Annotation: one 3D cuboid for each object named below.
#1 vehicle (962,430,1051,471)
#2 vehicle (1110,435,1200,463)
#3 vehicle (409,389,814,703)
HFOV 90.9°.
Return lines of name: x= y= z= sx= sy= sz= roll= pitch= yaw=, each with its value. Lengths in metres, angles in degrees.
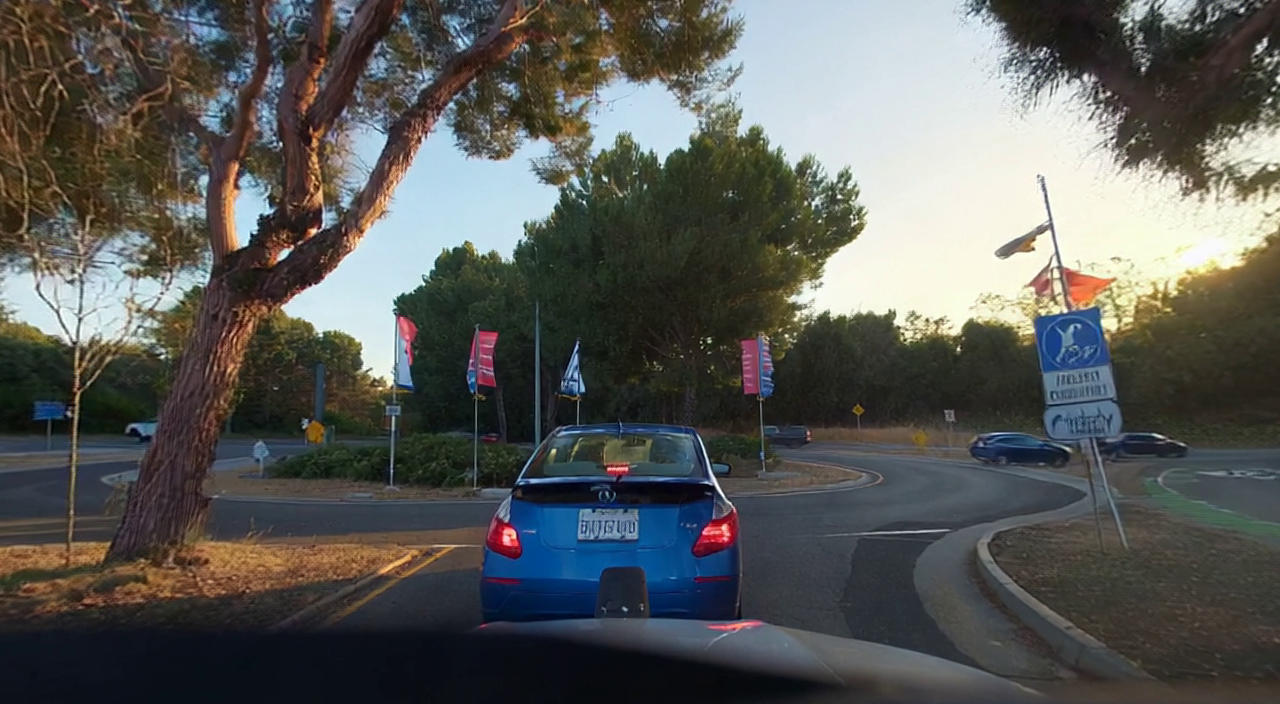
vehicle: x=16.519 y=4.439 z=28.323 sx=4.485 sy=1.691 sz=2.132 roll=8 pitch=-12 yaw=-43
vehicle: x=29.302 y=5.527 z=35.876 sx=4.147 sy=1.475 sz=1.850 roll=2 pitch=-9 yaw=-17
vehicle: x=-0.063 y=1.324 z=5.317 sx=2.078 sy=1.607 sz=4.010 roll=-1 pitch=-9 yaw=3
